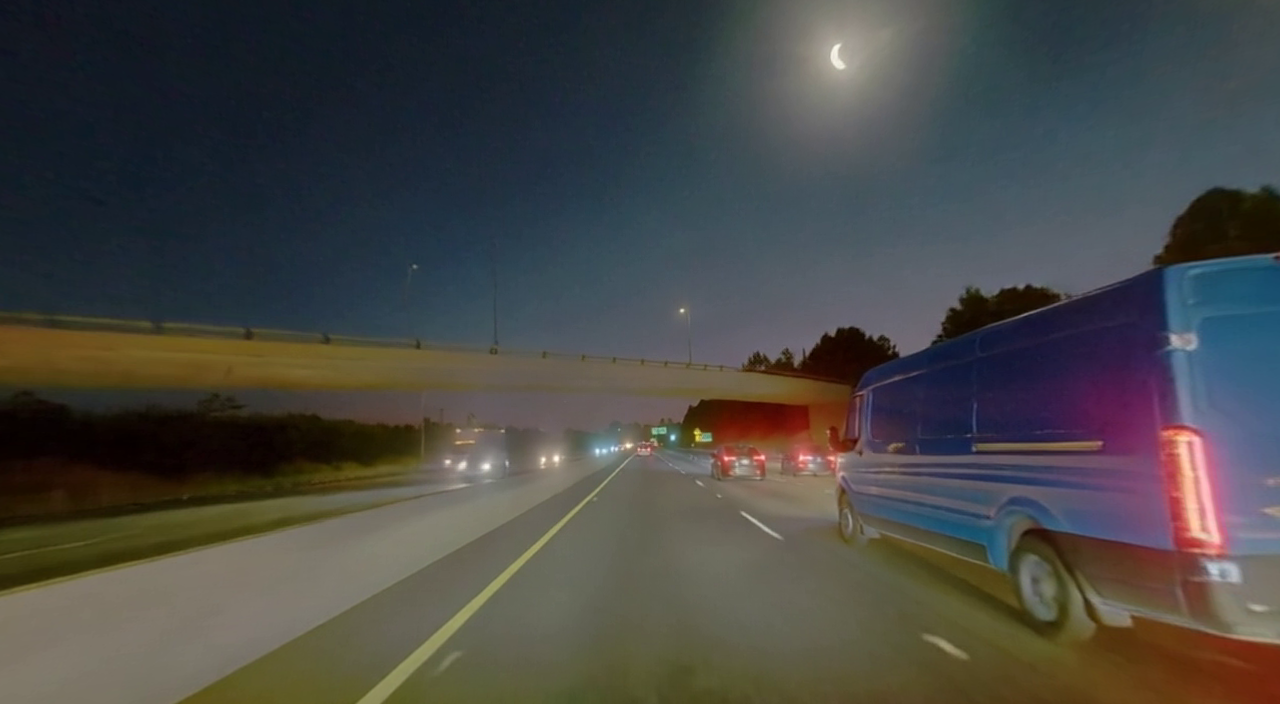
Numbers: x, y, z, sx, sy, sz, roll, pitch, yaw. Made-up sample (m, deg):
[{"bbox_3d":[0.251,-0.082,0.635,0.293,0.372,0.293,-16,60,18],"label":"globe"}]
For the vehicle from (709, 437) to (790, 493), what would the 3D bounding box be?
[{"bbox_3d":[3.681,3.898,22.030,2.009,1.731,4.149,0,-9,-1],"label":"vehicle"}]

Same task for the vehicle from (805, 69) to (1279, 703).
[{"bbox_3d":[3.830,0.730,6.204,2.460,3.155,6.902,0,-9,0],"label":"vehicle"}]

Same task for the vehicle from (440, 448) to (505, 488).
[{"bbox_3d":[-7.564,5.270,28.900,1.828,1.681,3.860,0,-9,1],"label":"vehicle"}]
